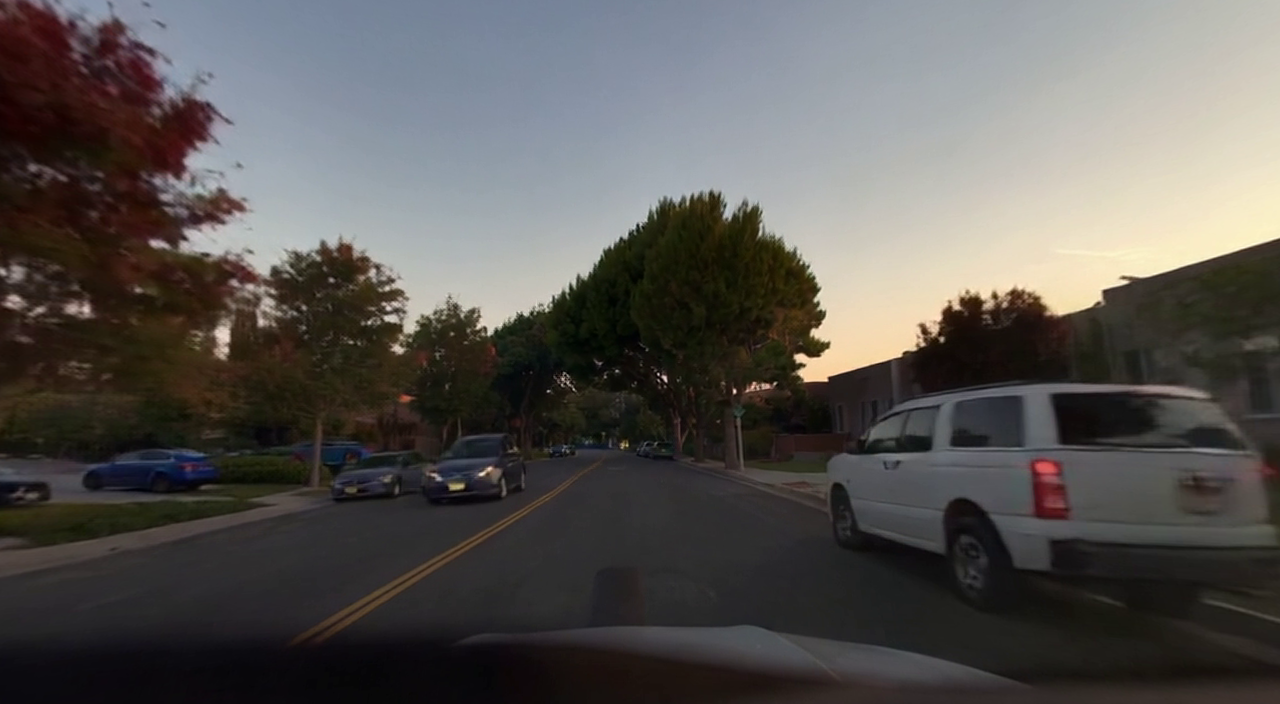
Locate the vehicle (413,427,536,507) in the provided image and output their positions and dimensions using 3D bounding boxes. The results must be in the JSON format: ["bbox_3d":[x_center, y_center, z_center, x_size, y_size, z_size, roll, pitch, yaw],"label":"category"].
[{"bbox_3d":[-4.161,2.961,16.682,2.088,1.772,4.375,0,-9,-1],"label":"vehicle"}]

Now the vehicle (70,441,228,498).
[{"bbox_3d":[-15.981,3.779,20.561,4.696,1.681,1.905,-4,-9,23],"label":"vehicle"}]

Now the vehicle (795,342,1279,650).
[{"bbox_3d":[3.587,1.303,6.763,2.393,2.012,5.060,0,-9,-2],"label":"vehicle"}]

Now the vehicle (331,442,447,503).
[{"bbox_3d":[-7.548,3.634,19.534,1.928,1.537,4.439,-3,-8,-2],"label":"vehicle"}]
